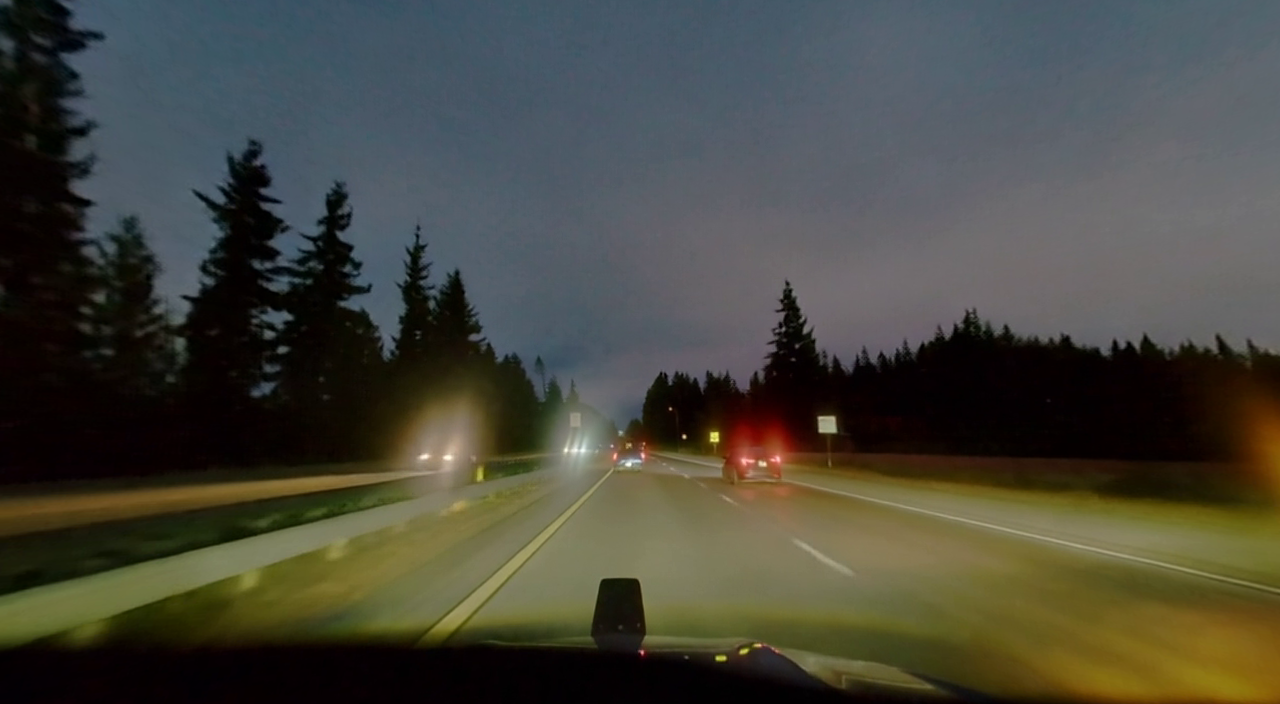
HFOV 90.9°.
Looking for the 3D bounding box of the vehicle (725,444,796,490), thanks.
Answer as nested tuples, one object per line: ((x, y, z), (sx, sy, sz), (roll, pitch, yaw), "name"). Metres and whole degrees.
((4.142, 3.988, 22.152), (1.757, 1.459, 3.398), (0, -9, -1), "vehicle")

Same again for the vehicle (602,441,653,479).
((-0.538, 4.850, 28.406), (2.120, 1.575, 4.018), (0, -9, 0), "vehicle")

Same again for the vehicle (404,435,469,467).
((-11.346, 5.583, 35.507), (2.192, 1.677, 4.473), (0, -9, 0), "vehicle")
